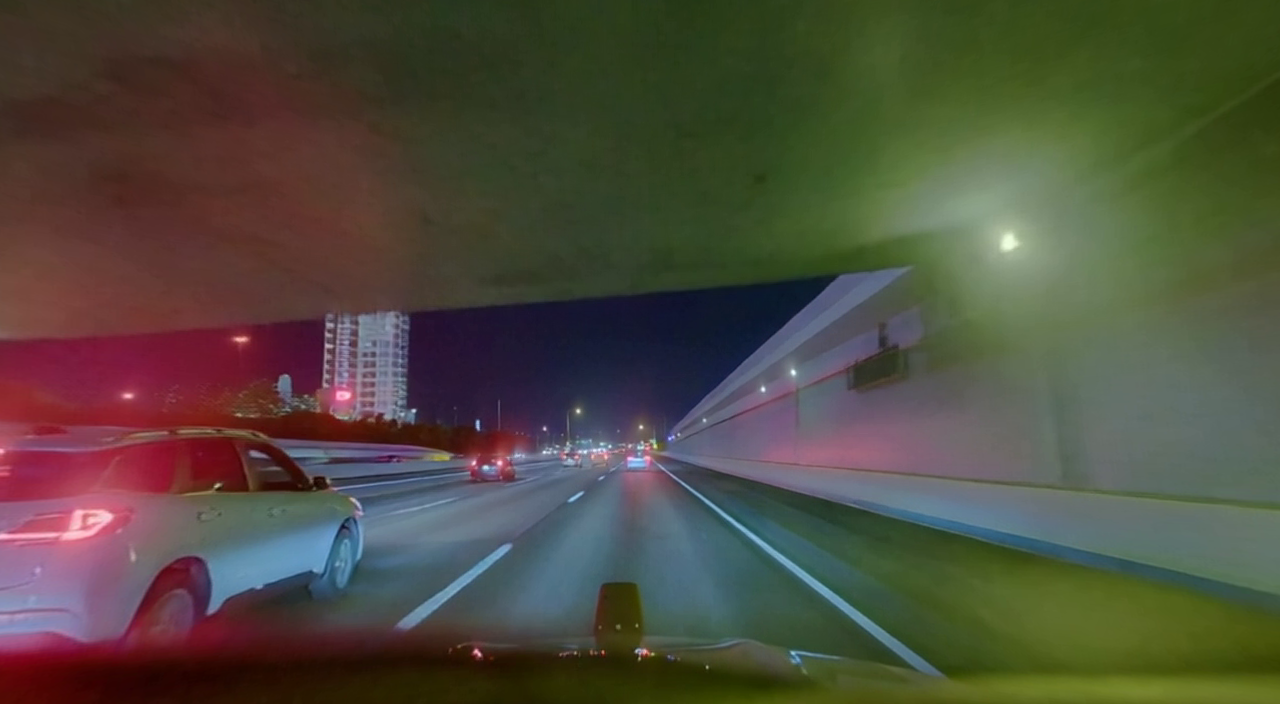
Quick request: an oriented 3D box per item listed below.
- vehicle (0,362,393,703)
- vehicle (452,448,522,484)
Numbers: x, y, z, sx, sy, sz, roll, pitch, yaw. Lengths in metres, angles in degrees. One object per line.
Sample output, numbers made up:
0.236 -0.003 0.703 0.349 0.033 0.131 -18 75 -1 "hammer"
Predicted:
-3.813 1.216 4.699 2.059 1.725 4.521 0 -9 0 "vehicle"
-7.174 5.368 30.073 1.998 1.542 4.953 0 -9 1 "vehicle"
